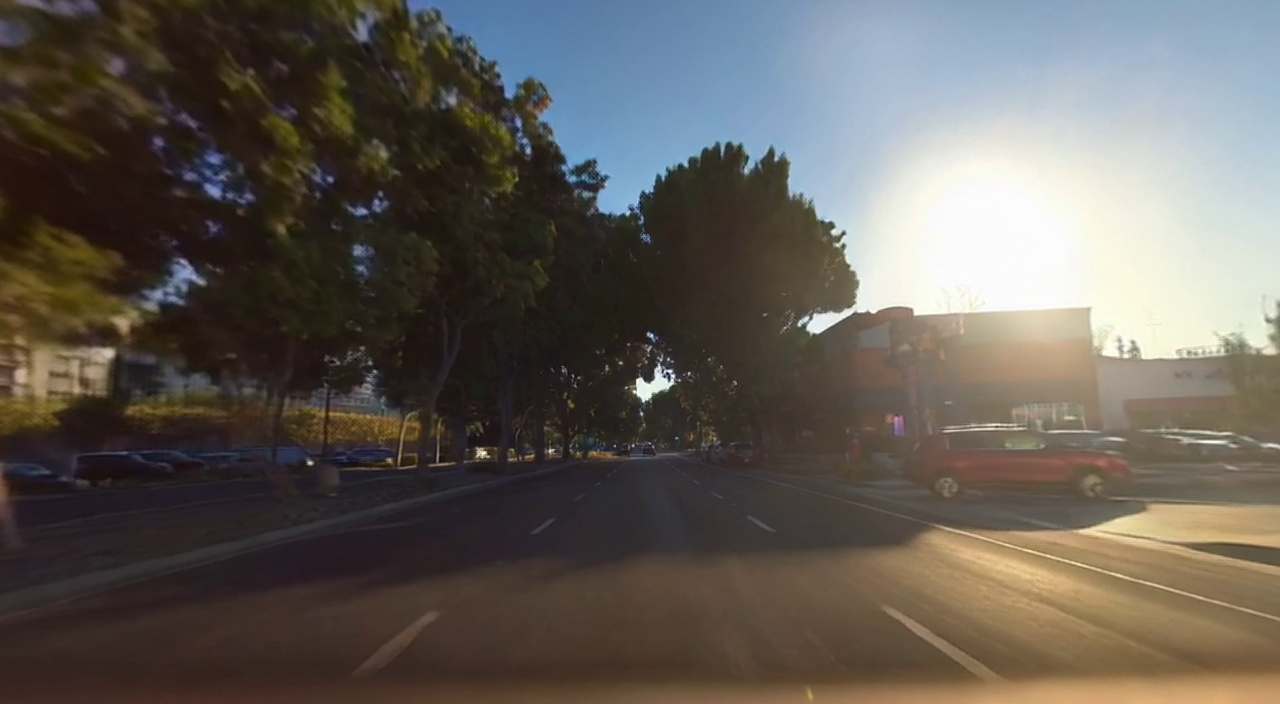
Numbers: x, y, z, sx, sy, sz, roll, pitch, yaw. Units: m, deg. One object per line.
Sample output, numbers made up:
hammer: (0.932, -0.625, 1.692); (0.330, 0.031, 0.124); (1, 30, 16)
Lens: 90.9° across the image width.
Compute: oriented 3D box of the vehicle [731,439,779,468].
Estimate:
vehicle: (7.215, 6.437, 40.187); (2.084, 1.736, 4.754); (0, -8, -1)

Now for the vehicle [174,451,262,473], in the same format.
vehicle: (-32.646, 8.516, 48.837); (5.238, 1.618, 2.263); (-1, -8, 1)

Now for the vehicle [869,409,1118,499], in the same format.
vehicle: (9.058, 2.715, 16.883); (5.329, 2.114, 2.325); (-3, -9, 18)

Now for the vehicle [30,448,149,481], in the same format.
vehicle: (-32.661, 6.686, 37.512); (4.923, 1.843, 2.179); (0, -9, 0)

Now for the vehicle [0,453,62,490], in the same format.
vehicle: (-38.811, 7.359, 38.979); (1.904, 2.047, 4.395); (0, -8, -2)

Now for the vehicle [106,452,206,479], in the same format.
vehicle: (-33.091, 7.750, 43.177); (4.993, 1.742, 2.124); (0, -8, 0)

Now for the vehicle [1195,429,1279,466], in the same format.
vehicle: (29.660, 4.528, 30.019); (4.342, 1.713, 2.036); (-1, -8, 2)
